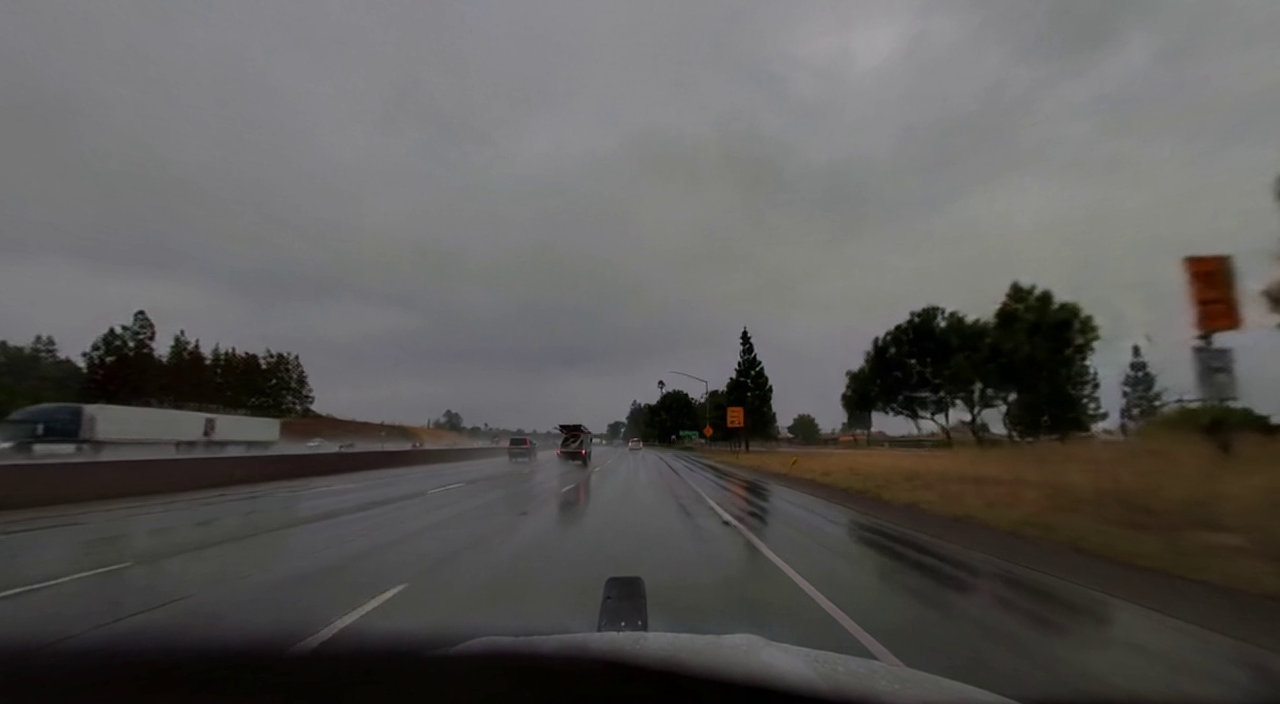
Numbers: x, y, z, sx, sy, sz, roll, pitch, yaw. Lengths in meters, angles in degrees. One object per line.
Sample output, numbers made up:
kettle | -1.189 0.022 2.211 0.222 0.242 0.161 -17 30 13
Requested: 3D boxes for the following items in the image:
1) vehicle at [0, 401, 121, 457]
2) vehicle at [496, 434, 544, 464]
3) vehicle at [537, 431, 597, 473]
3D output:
vehicle | -42.564 5.630 45.356 2.961 3.669 8.028 0 -8 2
vehicle | -7.493 6.097 39.618 2.078 1.729 4.722 0 -8 0
vehicle | -3.203 4.474 28.258 2.194 1.766 3.720 0 -8 0
